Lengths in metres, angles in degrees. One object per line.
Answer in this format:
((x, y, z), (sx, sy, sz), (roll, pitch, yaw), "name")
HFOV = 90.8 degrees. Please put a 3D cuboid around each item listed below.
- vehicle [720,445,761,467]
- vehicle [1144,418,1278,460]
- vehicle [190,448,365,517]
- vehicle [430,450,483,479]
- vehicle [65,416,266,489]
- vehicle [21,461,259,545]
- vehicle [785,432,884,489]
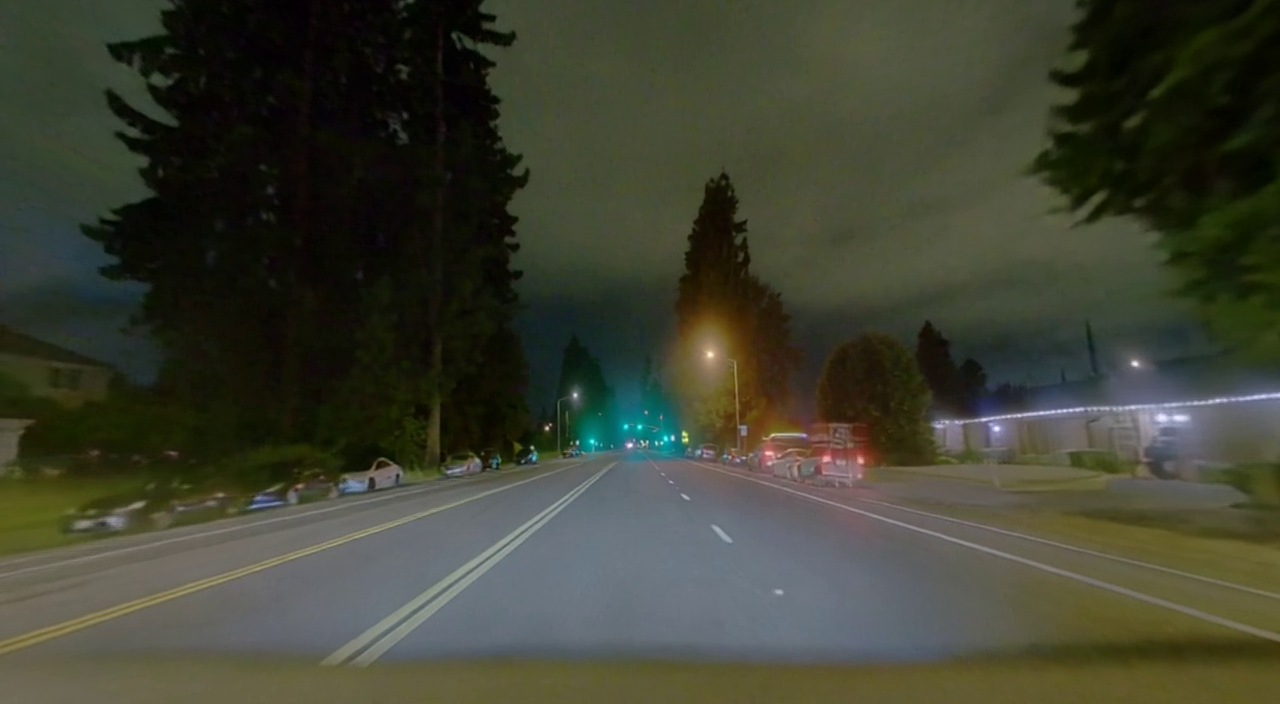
((7.095, 7.419, 45.156), (1.982, 1.479, 4.687), (0, -8, -2), "vehicle")
((22.186, 3.449, 24.845), (1.859, 1.480, 4.723), (-3, -9, 15), "vehicle")
((-10.815, 3.875, 19.523), (2.050, 1.769, 5.585), (0, -8, 1), "vehicle")
((-10.868, 6.677, 37.790), (1.840, 1.526, 4.214), (0, -8, 1), "vehicle")
((-20.793, 4.420, 28.006), (6.604, 3.012, 2.656), (0, -9, 0), "vehicle")
((-10.829, 3.249, 14.201), (1.838, 1.450, 4.317), (0, -8, -1), "vehicle")
((7.152, 4.047, 23.881), (2.103, 1.912, 4.892), (0, -8, -1), "vehicle")
